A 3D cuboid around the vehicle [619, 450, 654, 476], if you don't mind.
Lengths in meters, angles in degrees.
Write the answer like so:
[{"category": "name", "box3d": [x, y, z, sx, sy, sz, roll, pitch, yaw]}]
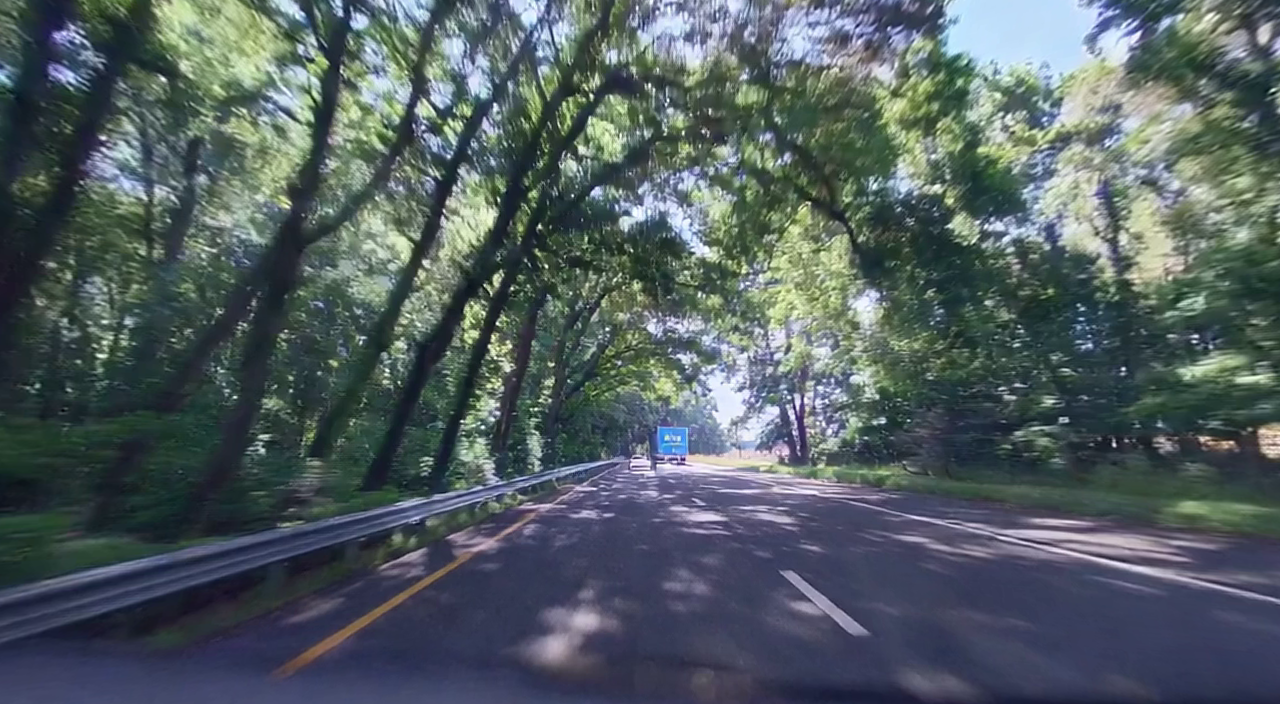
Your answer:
[{"category": "vehicle", "box3d": [-0.215, 7.030, 39.934, 2.057, 1.528, 3.958, -1, -9, 0]}]
